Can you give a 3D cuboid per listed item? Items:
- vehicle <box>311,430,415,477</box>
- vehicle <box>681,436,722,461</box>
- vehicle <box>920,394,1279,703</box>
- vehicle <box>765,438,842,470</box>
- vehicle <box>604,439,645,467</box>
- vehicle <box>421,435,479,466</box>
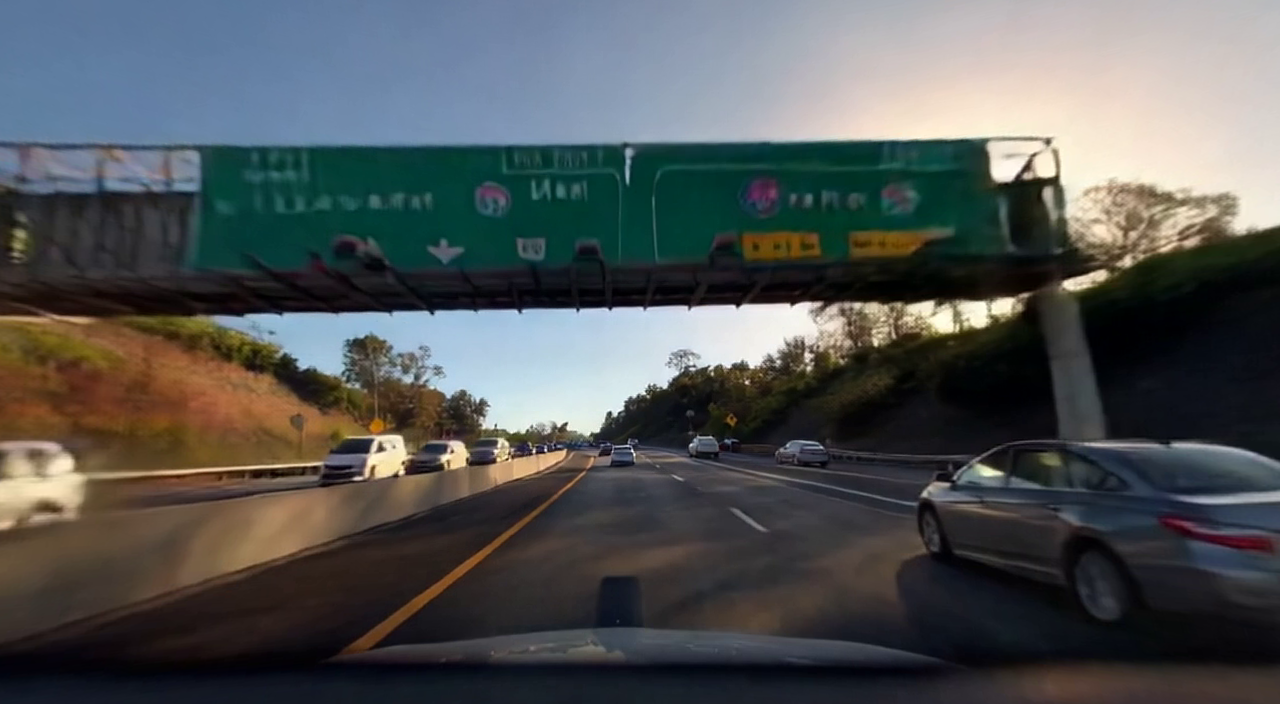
[{"bbox_3d":[-10.510,3.904,24.421,2.113,1.629,4.629,1,-8,-3],"label":"vehicle"},{"bbox_3d":[4.221,6.782,44.266,2.094,1.652,3.955,1,-9,-6],"label":"vehicle"},{"bbox_3d":[3.729,1.092,3.783,1.972,1.488,4.335,1,-9,-2],"label":"vehicle"},{"bbox_3d":[8.270,5.245,32.542,2.196,1.494,4.735,1,-9,-7],"label":"vehicle"},{"bbox_3d":[-0.967,5.820,36.472,2.090,1.510,4.280,1,-9,-5],"label":"vehicle"},{"bbox_3d":[-10.953,5.705,36.796,2.174,1.654,4.680,1,-9,-3],"label":"vehicle"}]
